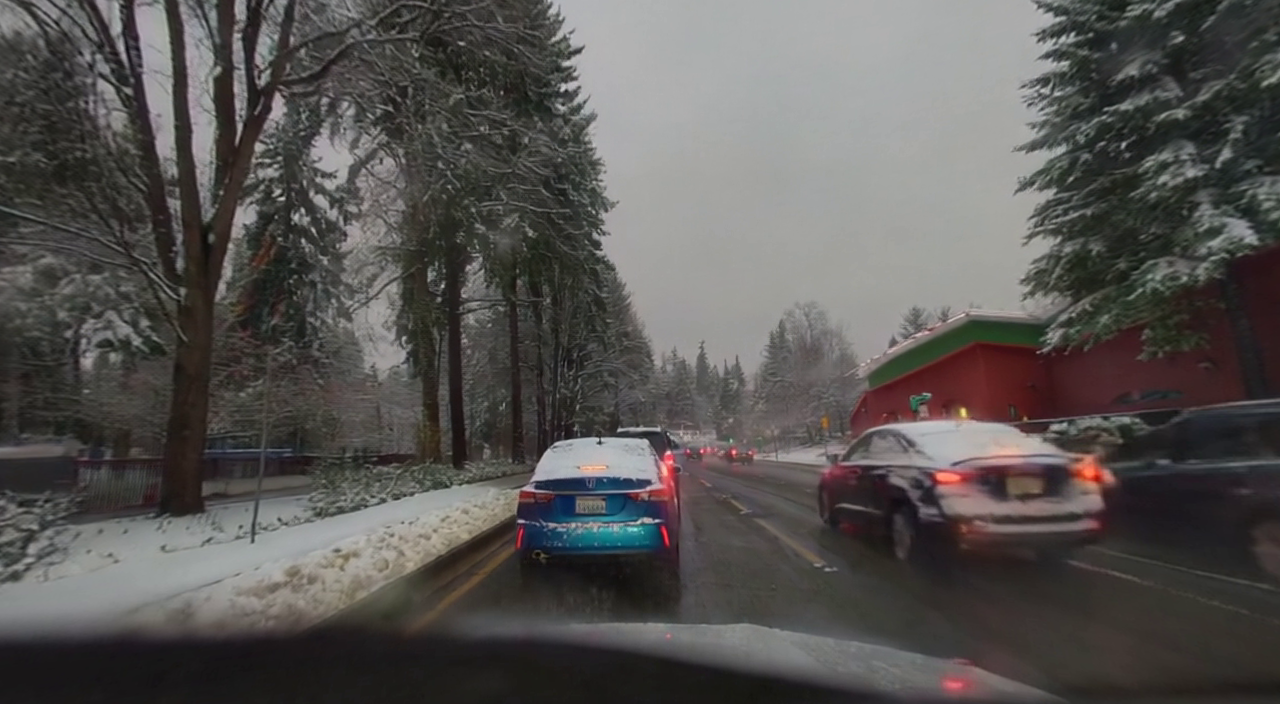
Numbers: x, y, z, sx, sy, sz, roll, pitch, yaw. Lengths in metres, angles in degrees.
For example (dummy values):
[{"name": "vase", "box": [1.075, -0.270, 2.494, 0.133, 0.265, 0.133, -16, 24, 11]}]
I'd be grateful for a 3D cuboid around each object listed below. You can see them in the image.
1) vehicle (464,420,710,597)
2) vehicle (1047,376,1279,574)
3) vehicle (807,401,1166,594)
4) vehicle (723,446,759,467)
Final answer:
[{"name": "vehicle", "box": [-0.475, 1.643, 7.471, 2.111, 1.506, 4.018, 0, -8, -1]}, {"name": "vehicle", "box": [7.205, 1.264, 6.584, 2.253, 1.854, 5.409, 0, -8, 0]}, {"name": "vehicle", "box": [3.561, 1.566, 7.597, 1.946, 1.648, 4.230, 0, -8, 1]}, {"name": "vehicle", "box": [7.292, 7.567, 45.575, 1.909, 1.380, 3.905, 0, -8, 0]}]
